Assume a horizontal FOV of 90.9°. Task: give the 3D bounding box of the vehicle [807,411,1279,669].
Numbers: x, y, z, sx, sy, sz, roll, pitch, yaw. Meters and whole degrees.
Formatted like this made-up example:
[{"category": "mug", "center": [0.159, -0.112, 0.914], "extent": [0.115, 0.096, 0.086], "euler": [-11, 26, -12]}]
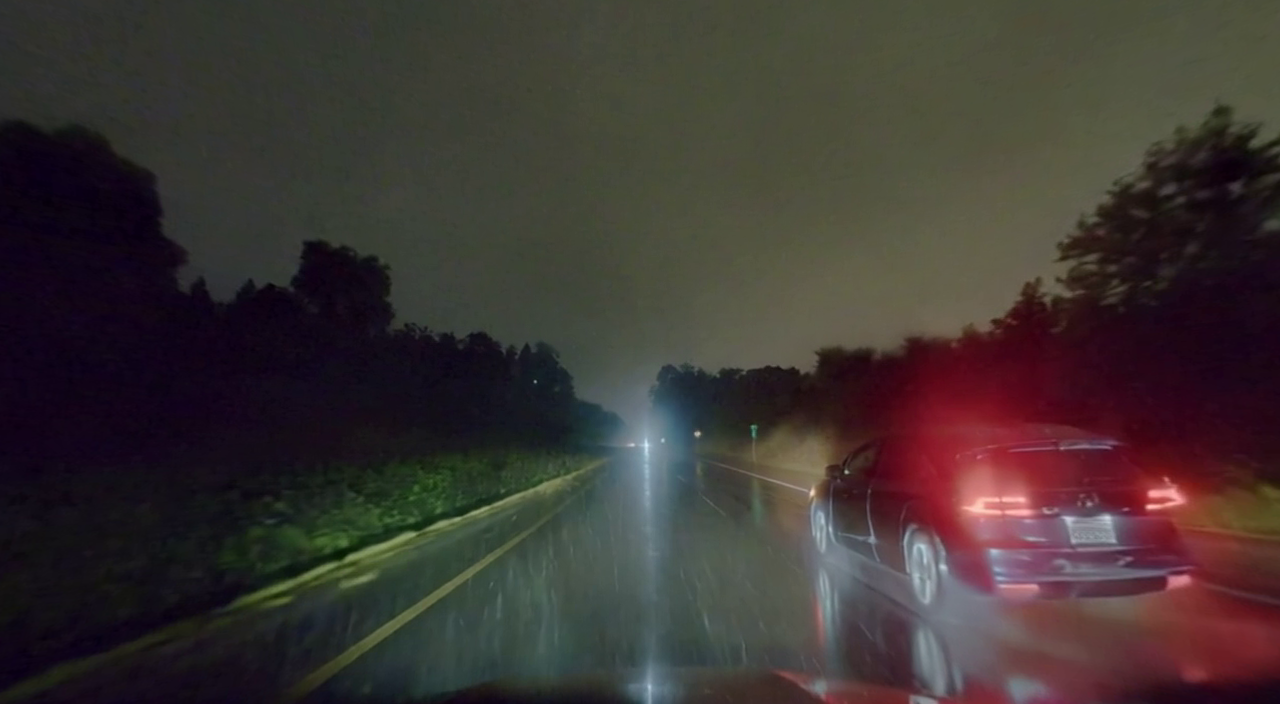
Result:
[{"category": "vehicle", "center": [3.182, 1.415, 5.923], "extent": [2.003, 1.466, 4.441], "euler": [-1, -8, 0]}]
